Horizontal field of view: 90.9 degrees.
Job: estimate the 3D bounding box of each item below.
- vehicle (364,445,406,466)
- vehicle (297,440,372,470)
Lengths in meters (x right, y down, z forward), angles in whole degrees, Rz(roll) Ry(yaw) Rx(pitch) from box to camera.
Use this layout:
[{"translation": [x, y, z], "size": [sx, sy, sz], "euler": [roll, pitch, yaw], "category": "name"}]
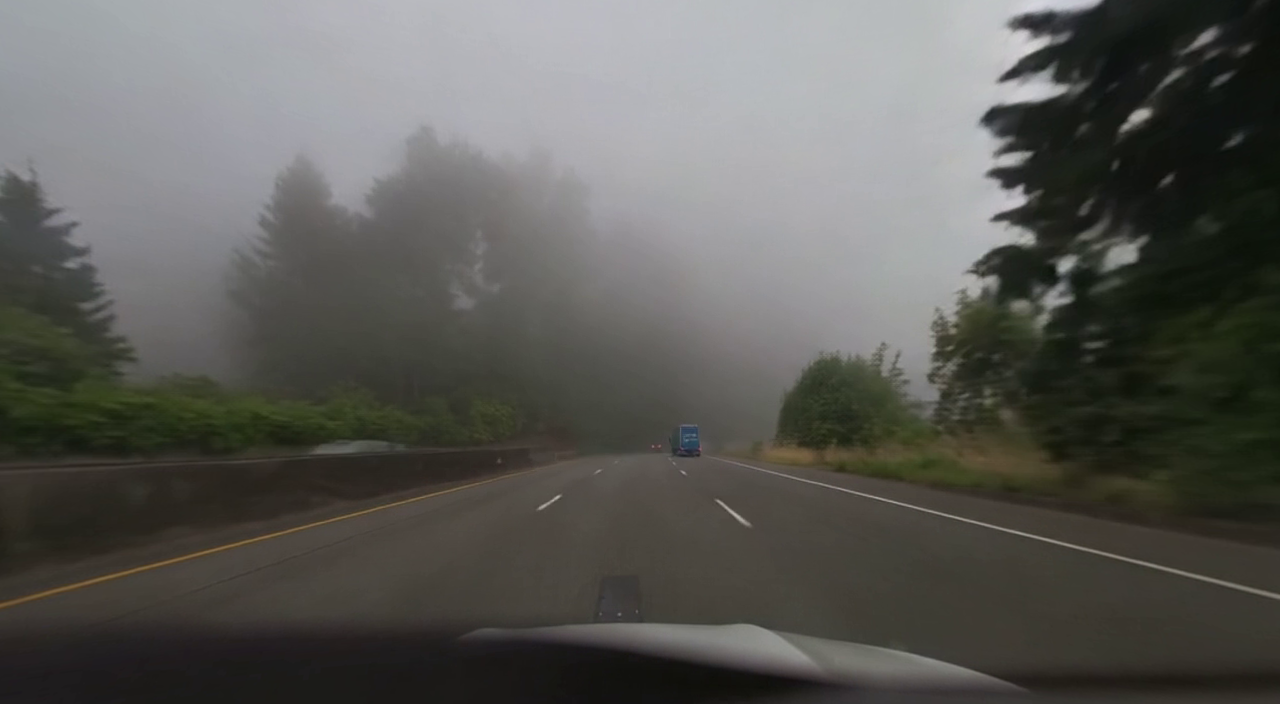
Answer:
[{"translation": [-20.116, 8.184, 49.861], "size": [1.725, 1.504, 3.718], "euler": [0, -8, 1], "category": "vehicle"}, {"translation": [-16.354, 5.499, 33.978], "size": [1.897, 1.494, 4.215], "euler": [0, -8, 1], "category": "vehicle"}]
